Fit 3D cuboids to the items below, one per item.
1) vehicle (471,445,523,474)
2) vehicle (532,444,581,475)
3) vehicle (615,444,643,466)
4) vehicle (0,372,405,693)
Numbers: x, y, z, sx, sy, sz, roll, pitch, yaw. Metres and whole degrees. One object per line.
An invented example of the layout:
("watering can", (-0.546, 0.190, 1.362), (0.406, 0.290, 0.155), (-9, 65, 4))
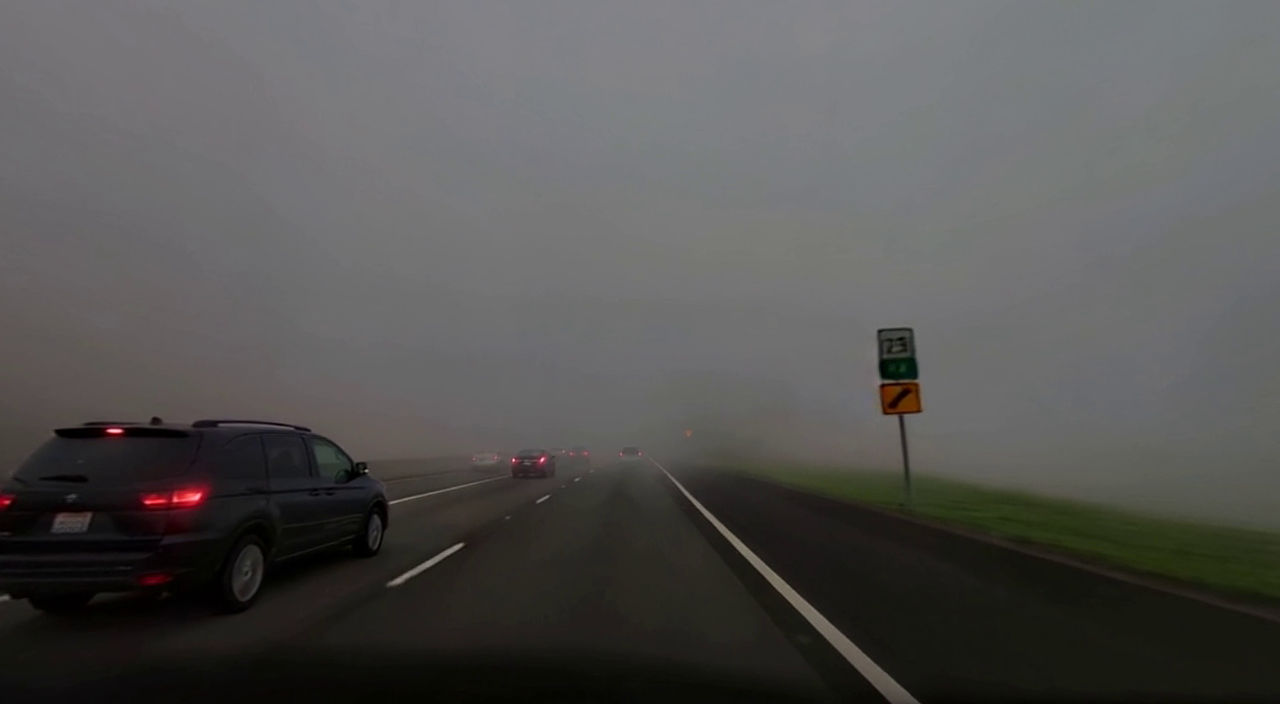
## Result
("vehicle", (-7.909, 5.959, 35.007), (1.936, 1.516, 3.904), (0, -9, 0))
("vehicle", (-4.210, 5.476, 32.174), (1.988, 1.477, 4.118), (0, -9, 0))
("vehicle", (-0.779, 7.627, 46.476), (2.023, 1.479, 3.718), (0, -9, 0))
("vehicle", (-4.128, 1.359, 5.861), (2.074, 1.779, 4.588), (0, -9, 0))
